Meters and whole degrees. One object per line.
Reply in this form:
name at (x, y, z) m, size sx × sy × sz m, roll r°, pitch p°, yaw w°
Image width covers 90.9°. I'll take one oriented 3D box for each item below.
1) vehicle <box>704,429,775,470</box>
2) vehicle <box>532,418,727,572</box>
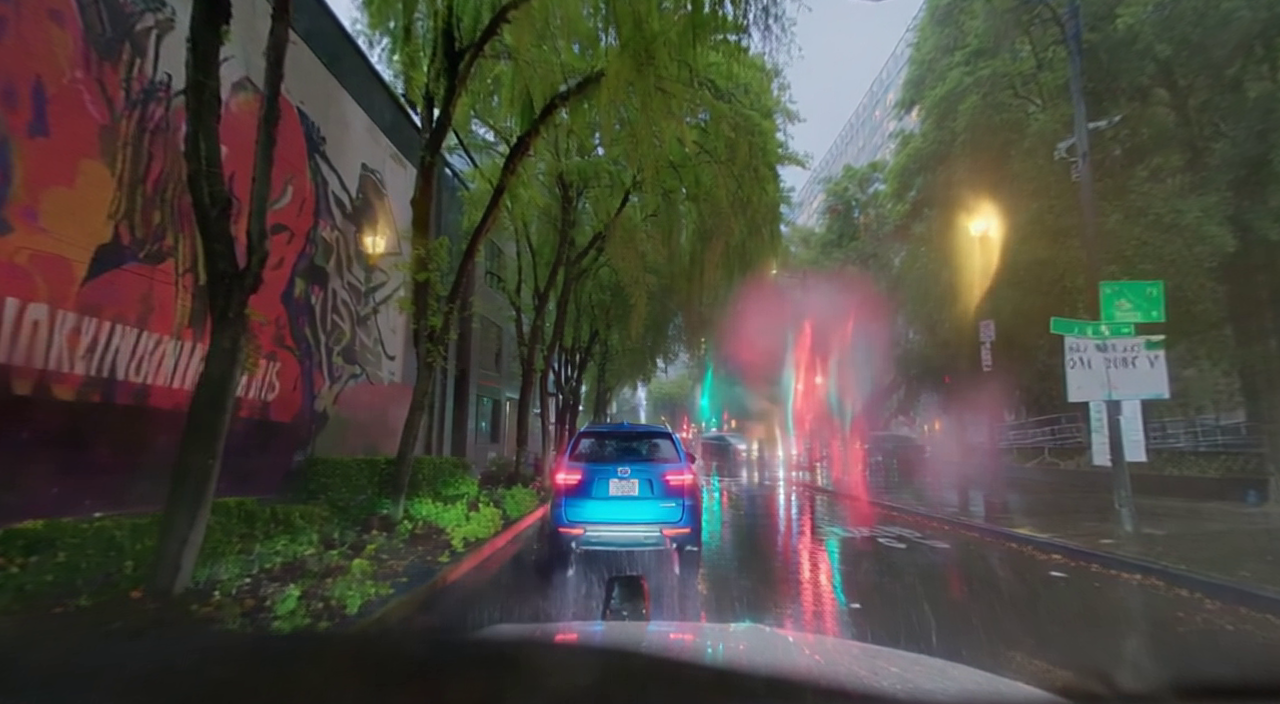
vehicle at (5.612, 5.358, 34.814) m, size 2.448 × 2.063 × 5.513 m, roll -4°, pitch -9°, yaw 24°
vehicle at (-0.125, 1.822, 8.754) m, size 2.079 × 1.621 × 3.861 m, roll 0°, pitch -8°, yaw 0°
